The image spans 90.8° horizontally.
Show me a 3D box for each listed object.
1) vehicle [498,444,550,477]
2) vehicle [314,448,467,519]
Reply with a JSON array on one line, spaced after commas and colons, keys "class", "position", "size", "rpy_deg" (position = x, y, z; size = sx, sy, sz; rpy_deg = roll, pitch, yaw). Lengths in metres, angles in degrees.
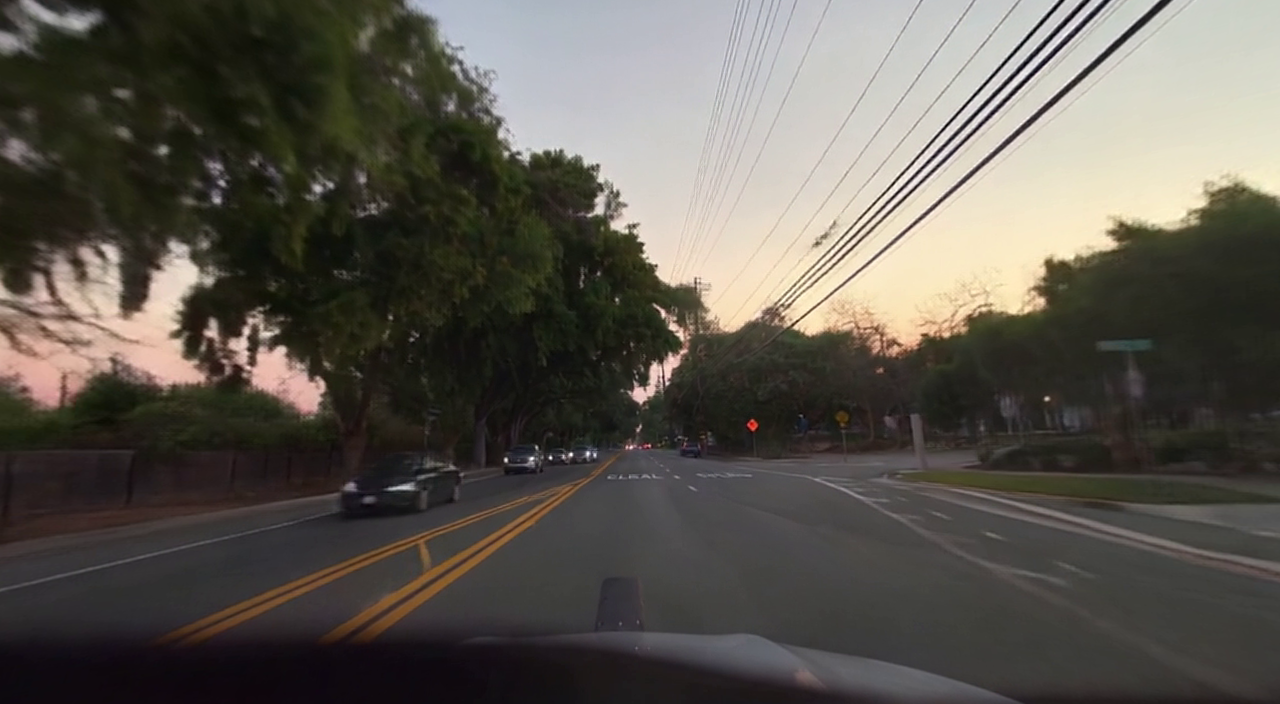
[{"class": "vehicle", "position": [-6.545, 6.183, 36.231], "size": [2.157, 1.711, 4.460], "rpy_deg": [0, -9, -1]}, {"class": "vehicle", "position": [-5.971, 3.173, 15.855], "size": [2.043, 1.484, 4.532], "rpy_deg": [0, -9, -1]}]
